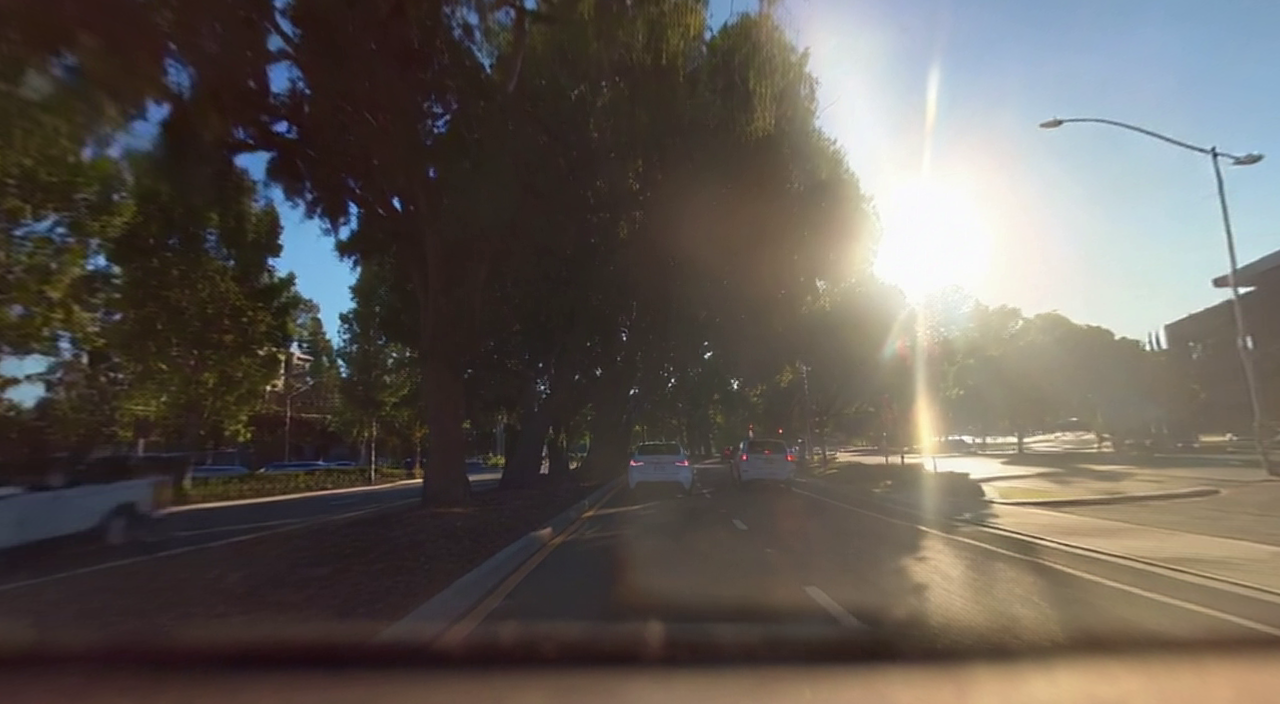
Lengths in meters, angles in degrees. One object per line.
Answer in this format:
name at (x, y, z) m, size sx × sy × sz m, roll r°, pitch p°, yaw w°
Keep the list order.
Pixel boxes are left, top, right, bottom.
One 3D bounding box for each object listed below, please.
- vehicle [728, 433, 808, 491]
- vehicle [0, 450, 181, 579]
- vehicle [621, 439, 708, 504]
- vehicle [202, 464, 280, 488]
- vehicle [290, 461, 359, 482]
vehicle at (4.450, 3.909, 22.807) m, size 1.953 × 1.818 × 5.299 m, roll -1°, pitch -8°, yaw 2°
vehicle at (-8.159, 1.964, 7.706) m, size 1.773 × 1.449 × 4.322 m, roll -2°, pitch -9°, yaw 1°
vehicle at (0.672, 3.291, 17.841) m, size 2.154 × 1.585 × 3.997 m, roll -1°, pitch -8°, yaw 2°
vehicle at (-26.292, 8.180, 41.582) m, size 4.011 × 1.473 × 1.913 m, roll -2°, pitch -9°, yaw 9°
vehicle at (-24.406, 9.275, 48.861) m, size 4.374 × 1.502 × 1.925 m, roll -1°, pitch -8°, yaw 6°
